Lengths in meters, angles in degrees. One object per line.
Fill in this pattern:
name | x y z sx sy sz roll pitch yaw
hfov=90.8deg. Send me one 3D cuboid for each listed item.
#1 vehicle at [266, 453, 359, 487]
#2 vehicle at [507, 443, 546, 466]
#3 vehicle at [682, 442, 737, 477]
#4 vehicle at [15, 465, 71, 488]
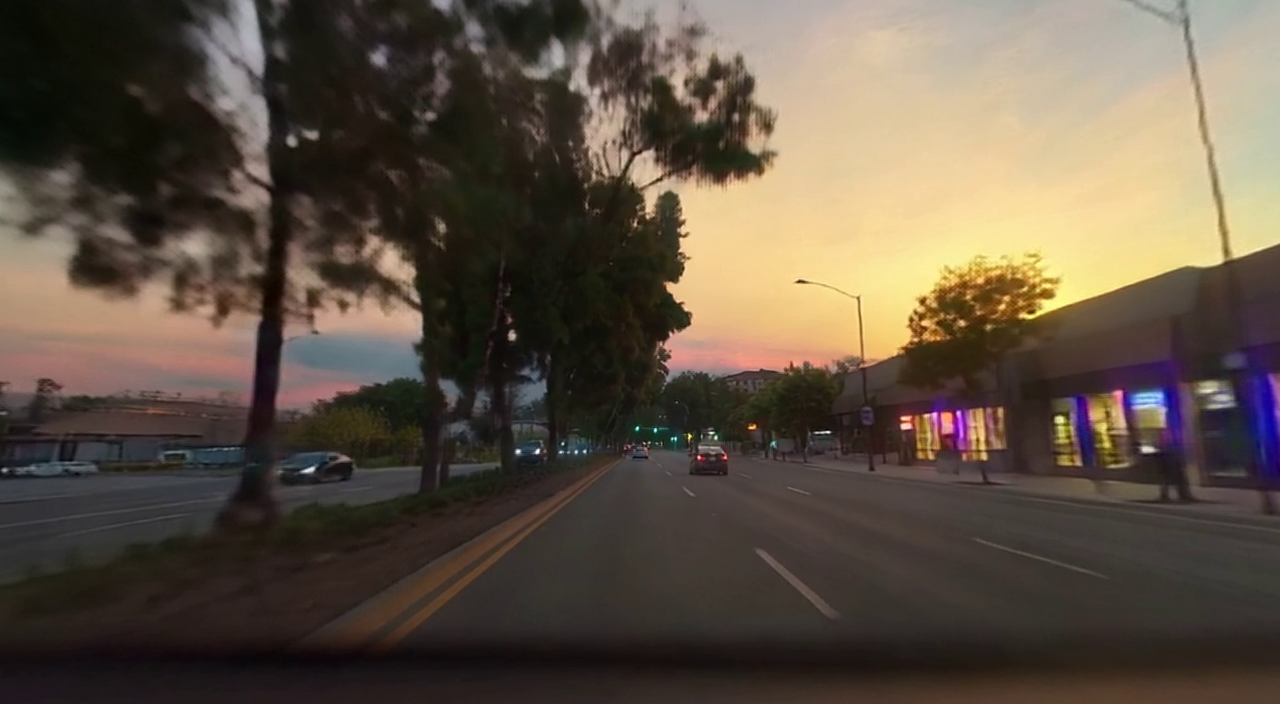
vehicle | -15.601 5.613 30.418 2.000 1.452 4.469 0 -9 1
vehicle | -8.870 8.087 49.863 2.157 1.720 4.563 0 -9 1
vehicle | 3.157 5.006 29.631 1.983 1.482 4.463 0 -9 -1
vehicle | -45.413 9.433 48.159 1.856 1.488 4.394 5 -10 -28
